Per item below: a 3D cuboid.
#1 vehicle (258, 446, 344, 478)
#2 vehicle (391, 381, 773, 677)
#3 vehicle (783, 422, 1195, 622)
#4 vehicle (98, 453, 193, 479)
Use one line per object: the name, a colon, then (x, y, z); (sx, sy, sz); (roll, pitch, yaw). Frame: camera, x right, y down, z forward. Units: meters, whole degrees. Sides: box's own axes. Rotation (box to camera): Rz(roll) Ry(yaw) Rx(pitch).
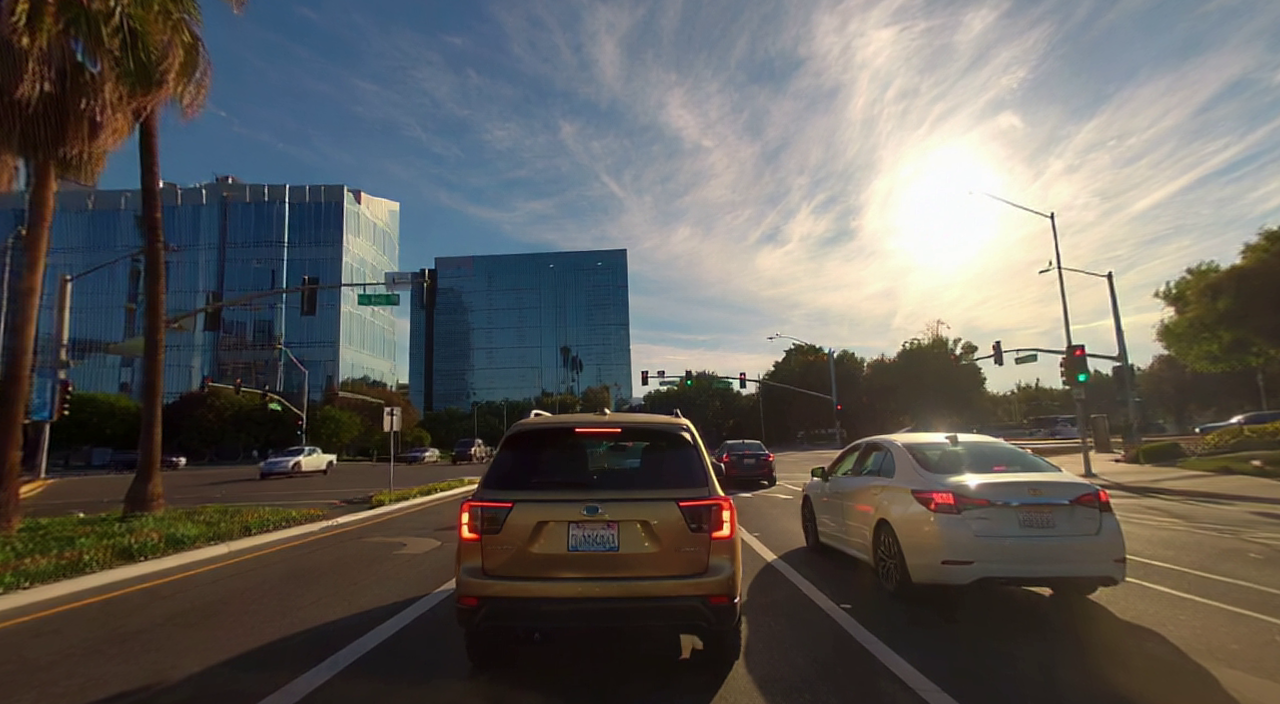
vehicle: (-19.863, 6.437, 37.118); (2.119, 1.786, 5.252); (0, -9, 0)
vehicle: (-0.334, 1.312, 5.698); (2.172, 1.694, 4.055); (0, -9, 0)
vehicle: (3.120, 1.605, 6.990); (1.971, 1.473, 4.495); (0, -8, 0)
vehicle: (-37.012, 8.527, 47.093); (5.347, 1.785, 2.123); (0, -8, 1)
